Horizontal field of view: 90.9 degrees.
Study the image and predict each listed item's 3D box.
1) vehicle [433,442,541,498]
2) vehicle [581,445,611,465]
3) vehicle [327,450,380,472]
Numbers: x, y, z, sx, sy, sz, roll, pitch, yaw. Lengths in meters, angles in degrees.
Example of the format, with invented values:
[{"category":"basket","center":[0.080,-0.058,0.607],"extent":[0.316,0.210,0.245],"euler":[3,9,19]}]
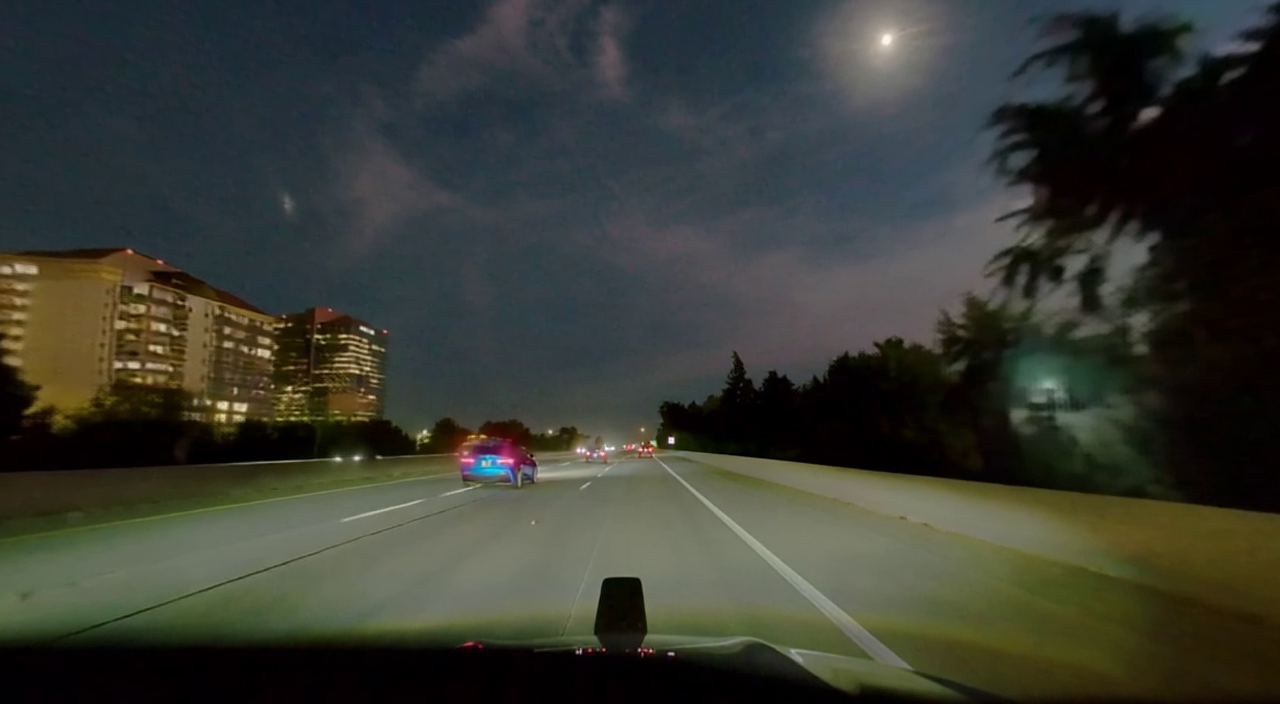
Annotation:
[{"category":"vehicle","center":[-4.454,3.481,19.123],"extent":[2.083,1.471,4.350],"euler":[0,-8,1]},{"category":"vehicle","center":[-3.325,7.925,48.576],"extent":[1.926,1.464,4.186],"euler":[0,-8,1]},{"category":"vehicle","center":[-21.372,8.136,47.233],"extent":[1.803,1.466,4.393],"euler":[0,-8,1]}]
